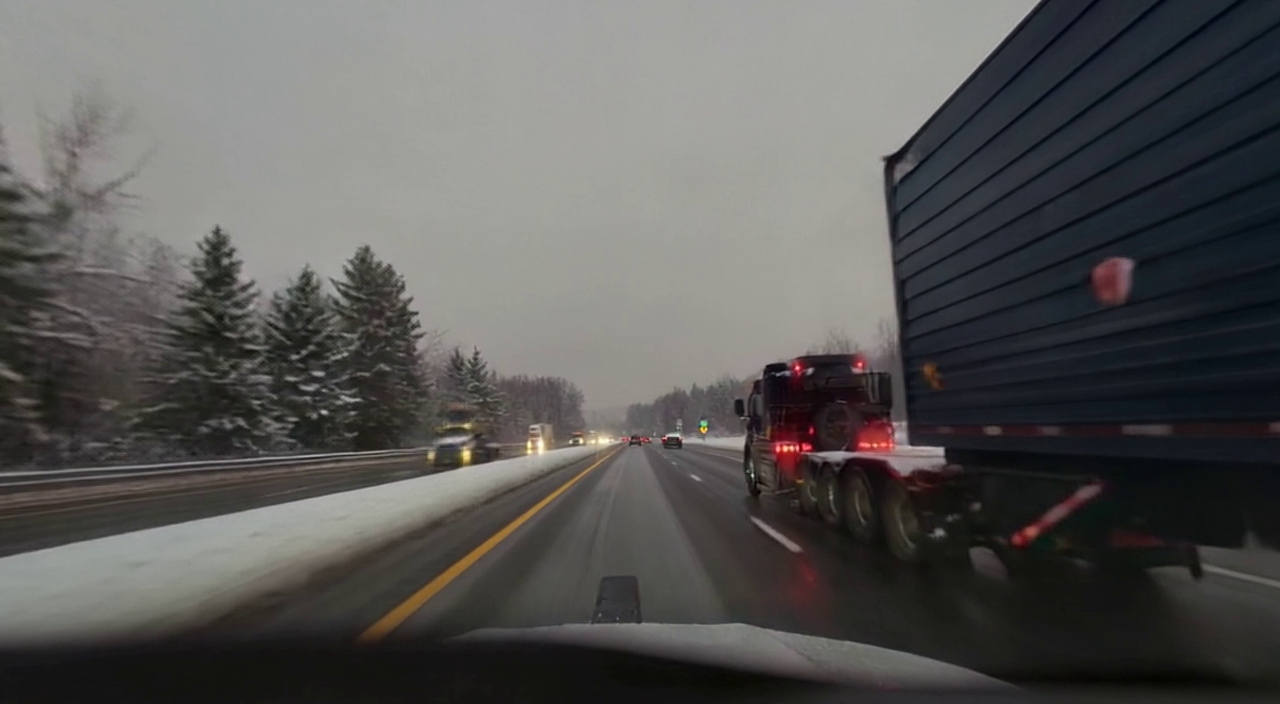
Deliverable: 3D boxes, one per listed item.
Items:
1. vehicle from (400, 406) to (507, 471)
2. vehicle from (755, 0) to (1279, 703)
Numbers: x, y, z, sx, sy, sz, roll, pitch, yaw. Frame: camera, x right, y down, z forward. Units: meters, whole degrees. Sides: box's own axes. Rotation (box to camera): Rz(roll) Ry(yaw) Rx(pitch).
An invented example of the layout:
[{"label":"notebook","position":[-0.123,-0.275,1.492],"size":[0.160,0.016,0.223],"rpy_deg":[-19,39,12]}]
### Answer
[{"label":"vehicle","position":[-7.882,3.796,27.698],"size":[2.478,2.469,7.439],"rpy_deg":[0,-8,-1]},{"label":"vehicle","position":[3.914,0.013,5.273],"size":[3.038,3.975,13.887],"rpy_deg":[0,-8,-1]}]
